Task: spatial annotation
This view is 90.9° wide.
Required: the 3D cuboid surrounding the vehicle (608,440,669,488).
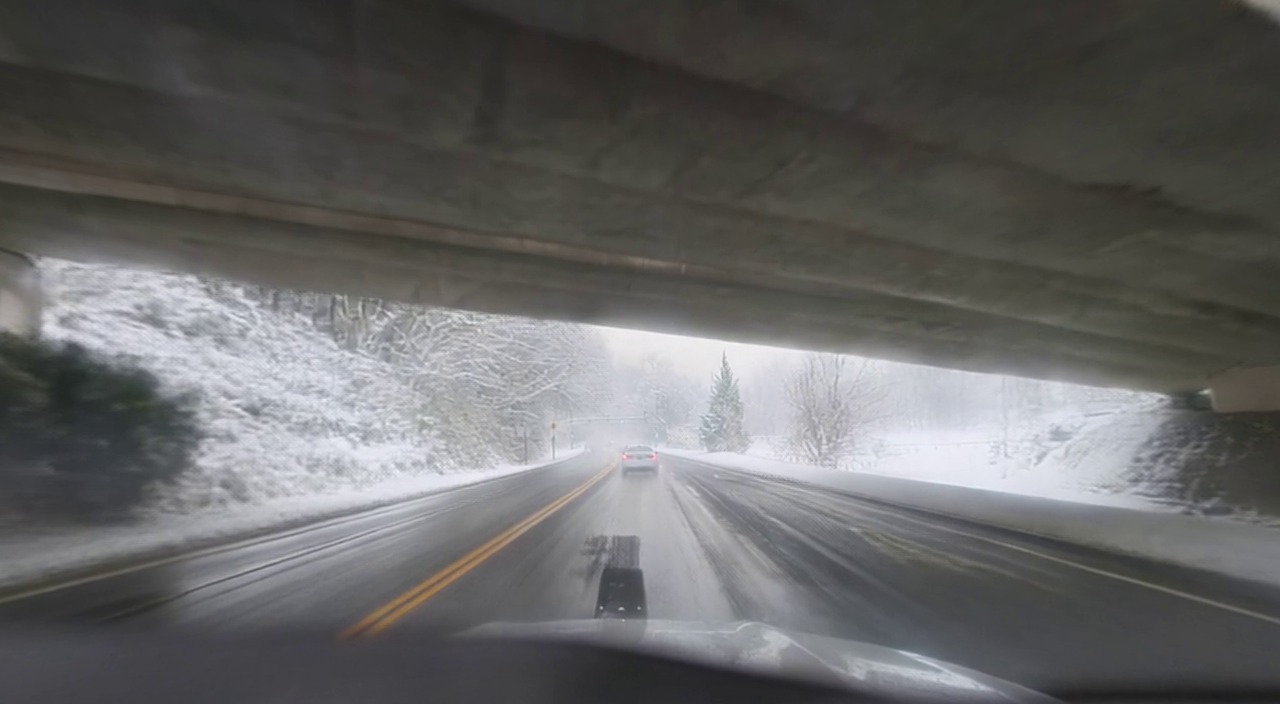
[{"bbox_3d":[-0.058,4.062,23.072,2.037,1.601,3.643,0,-9,0],"label":"vehicle"}]
